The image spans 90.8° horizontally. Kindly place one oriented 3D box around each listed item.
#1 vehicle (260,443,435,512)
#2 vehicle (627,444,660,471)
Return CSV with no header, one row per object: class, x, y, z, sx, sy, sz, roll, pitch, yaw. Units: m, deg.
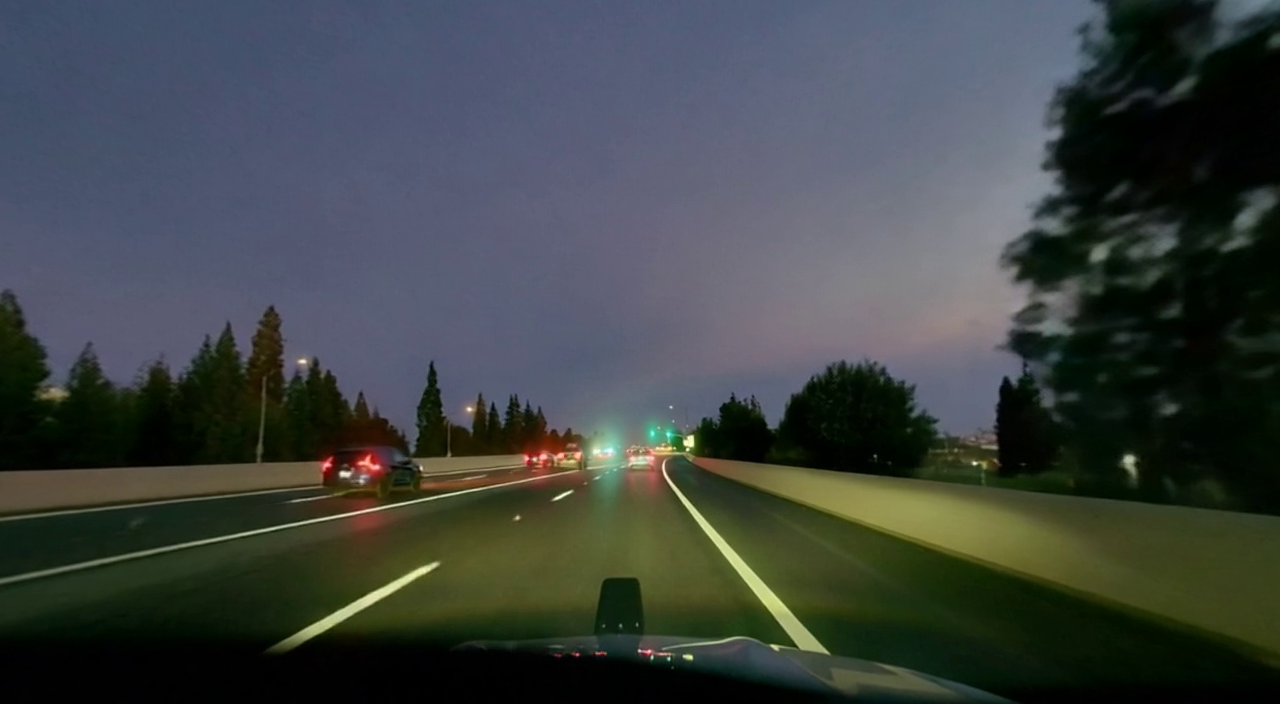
vehicle,-7.578,3.284,17.101,2.102,1.562,4.884,-1,-9,5
vehicle,0.266,7.344,44.022,2.179,1.742,4.396,0,-9,2
